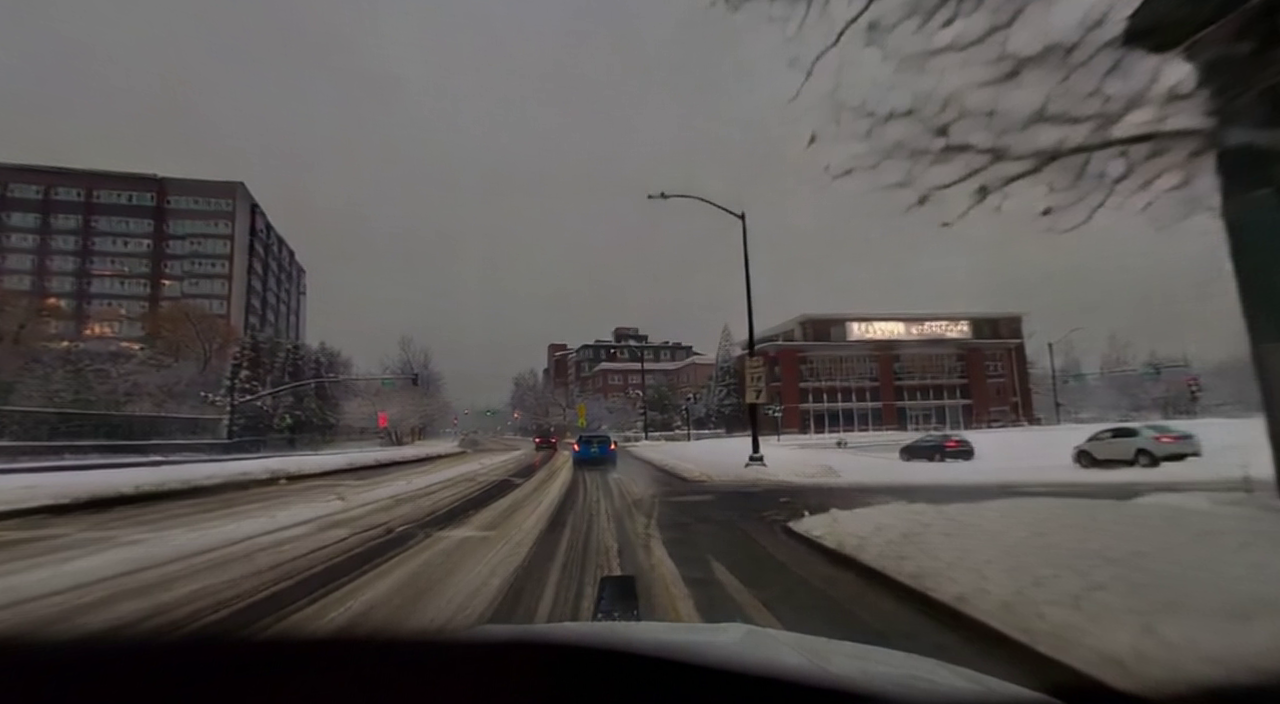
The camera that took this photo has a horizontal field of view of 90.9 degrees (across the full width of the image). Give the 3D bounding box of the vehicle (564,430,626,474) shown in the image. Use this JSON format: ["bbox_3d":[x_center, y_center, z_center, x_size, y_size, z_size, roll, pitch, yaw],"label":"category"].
[{"bbox_3d":[-1.789,3.924,24.885,2.231,1.572,4.227,1,-8,-5],"label":"vehicle"}]

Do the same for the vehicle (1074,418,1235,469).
[{"bbox_3d":[21.610,3.869,26.825,2.159,1.942,4.932,2,-8,-11],"label":"vehicle"}]

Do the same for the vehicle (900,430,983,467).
[{"bbox_3d":[17.827,5.797,37.570,1.932,1.762,4.835,1,-13,-9],"label":"vehicle"}]
